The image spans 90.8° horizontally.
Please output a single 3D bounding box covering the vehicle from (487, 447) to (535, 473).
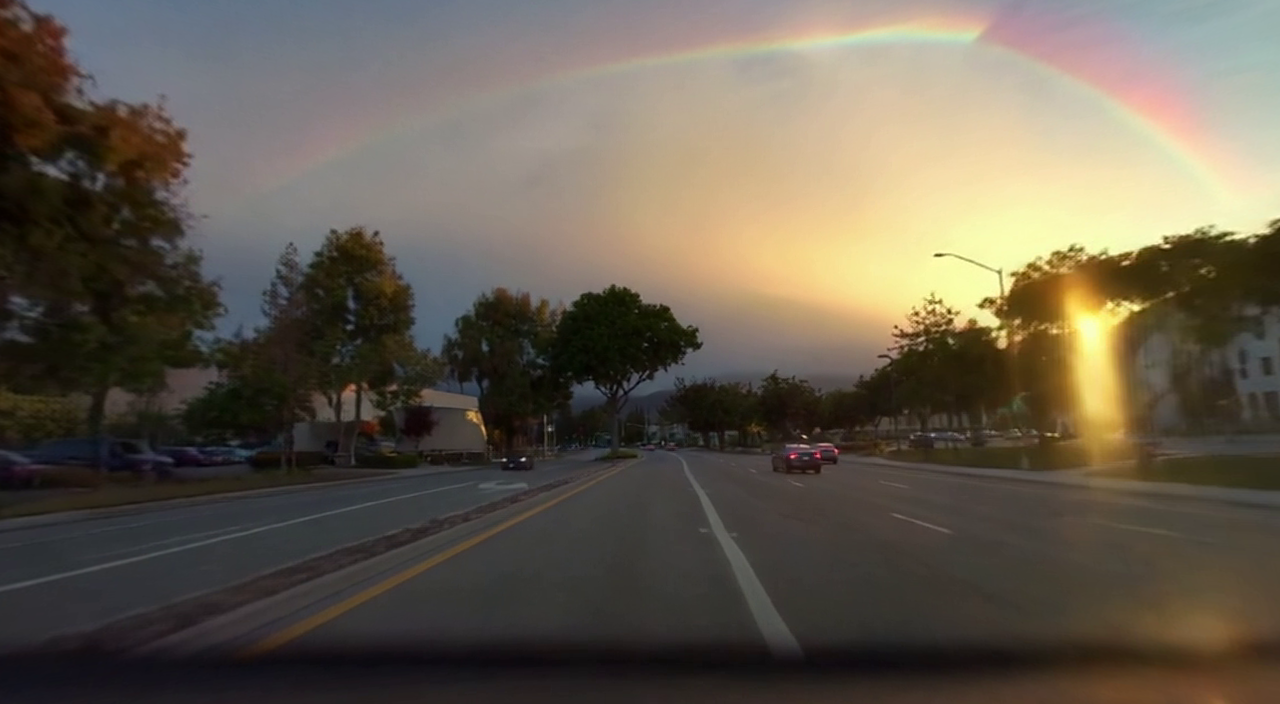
[{"bbox_3d":[-7.948,6.675,39.319,1.865,1.503,4.375,-1,-8,3],"label":"vehicle"}]

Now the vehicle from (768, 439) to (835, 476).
[{"bbox_3d":[7.644,5.038,30.354,2.181,1.639,4.127,0,-8,1],"label":"vehicle"}]

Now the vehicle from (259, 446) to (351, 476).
[{"bbox_3d":[-18.737,6.096,35.405,4.259,1.396,1.815,-4,-8,6],"label":"vehicle"}]

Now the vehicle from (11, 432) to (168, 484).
[{"bbox_3d":[-26.353,5.104,30.393,5.472,2.114,2.482,-3,-9,5],"label":"vehicle"}]

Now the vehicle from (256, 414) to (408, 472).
[{"bbox_3d":[-19.797,5.901,40.976,8.324,3.550,2.670,0,-9,1],"label":"vehicle"}]
